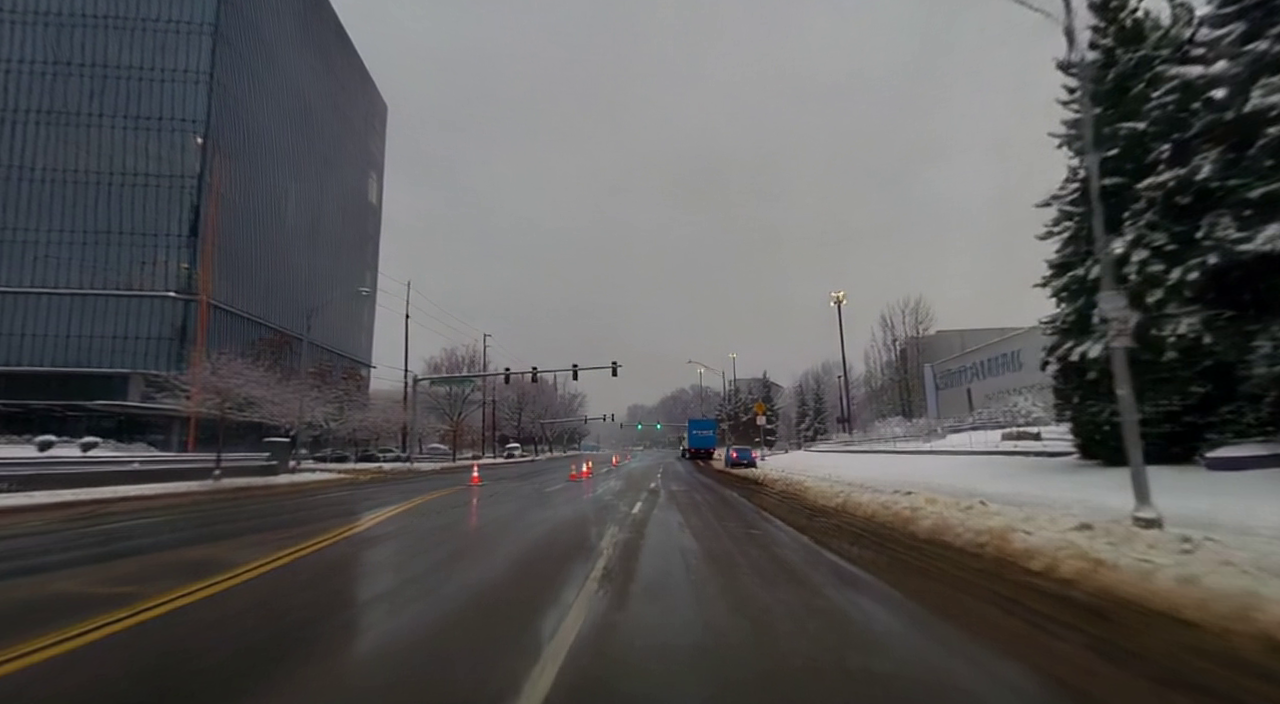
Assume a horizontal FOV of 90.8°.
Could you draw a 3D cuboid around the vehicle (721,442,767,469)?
[{"bbox_3d":[6.464,6.472,39.735,2.098,1.619,4.433,0,-8,-1],"label":"vehicle"}]
